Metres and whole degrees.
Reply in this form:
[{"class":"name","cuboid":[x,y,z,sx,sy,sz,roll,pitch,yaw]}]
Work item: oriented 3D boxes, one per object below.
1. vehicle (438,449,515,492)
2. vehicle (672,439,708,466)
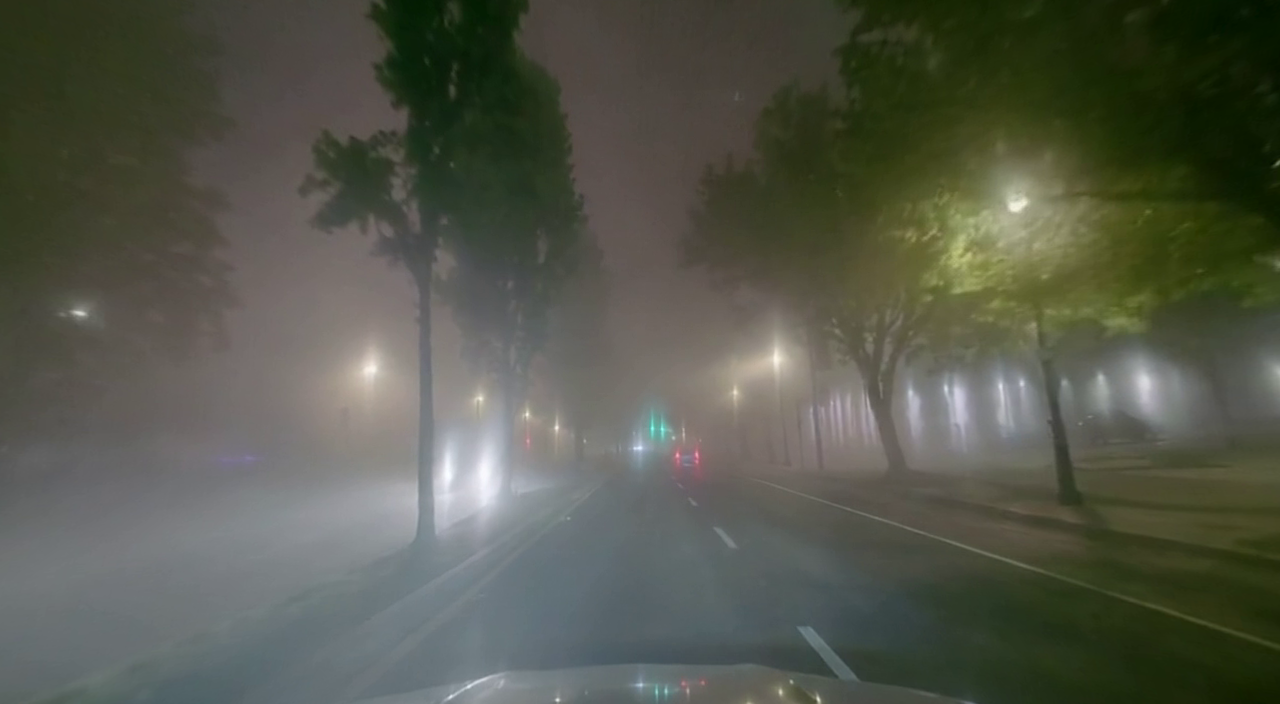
[{"class":"vehicle","cuboid":[-7.033,5.132,27.672,2.031,1.723,4.566,0,-9,1]},{"class":"vehicle","cuboid":[3.309,6.799,42.574,2.129,1.719,4.205,0,-9,0]}]
